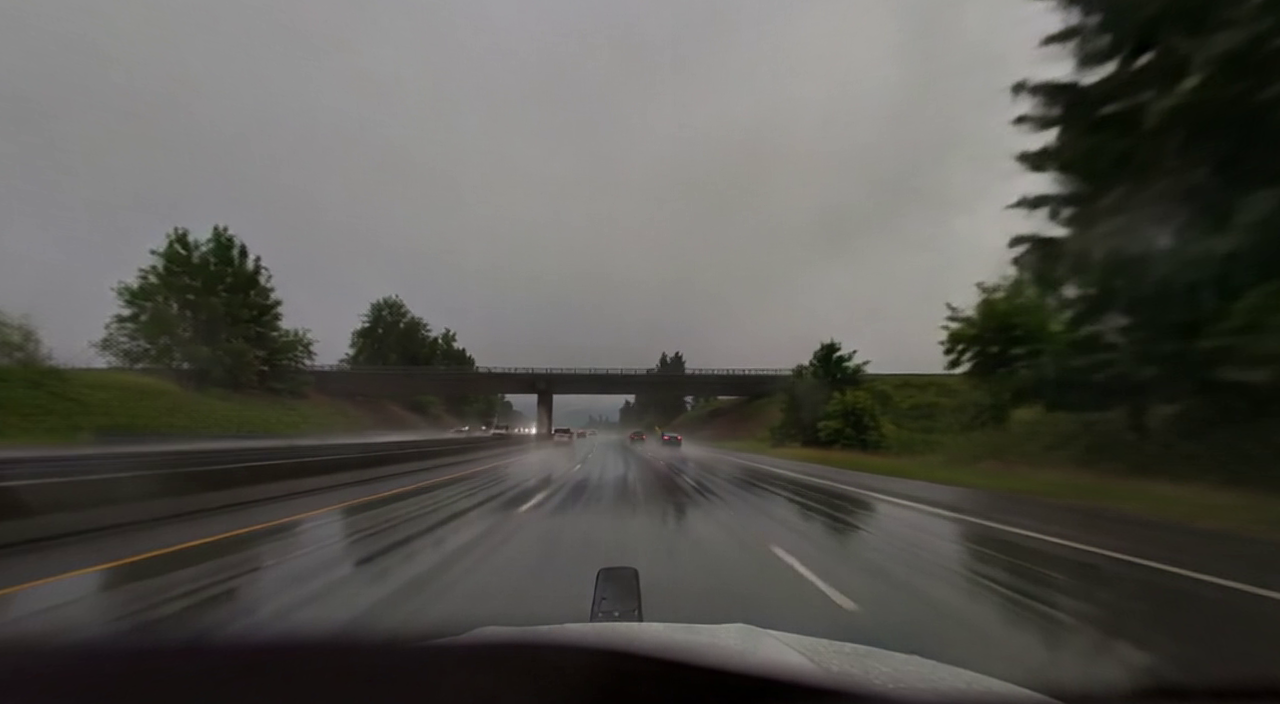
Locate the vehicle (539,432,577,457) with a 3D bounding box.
[{"bbox_3d":[-4.941,5.629,38.380,1.966,1.460,3.519,0,-8,-2],"label":"vehicle"}]
